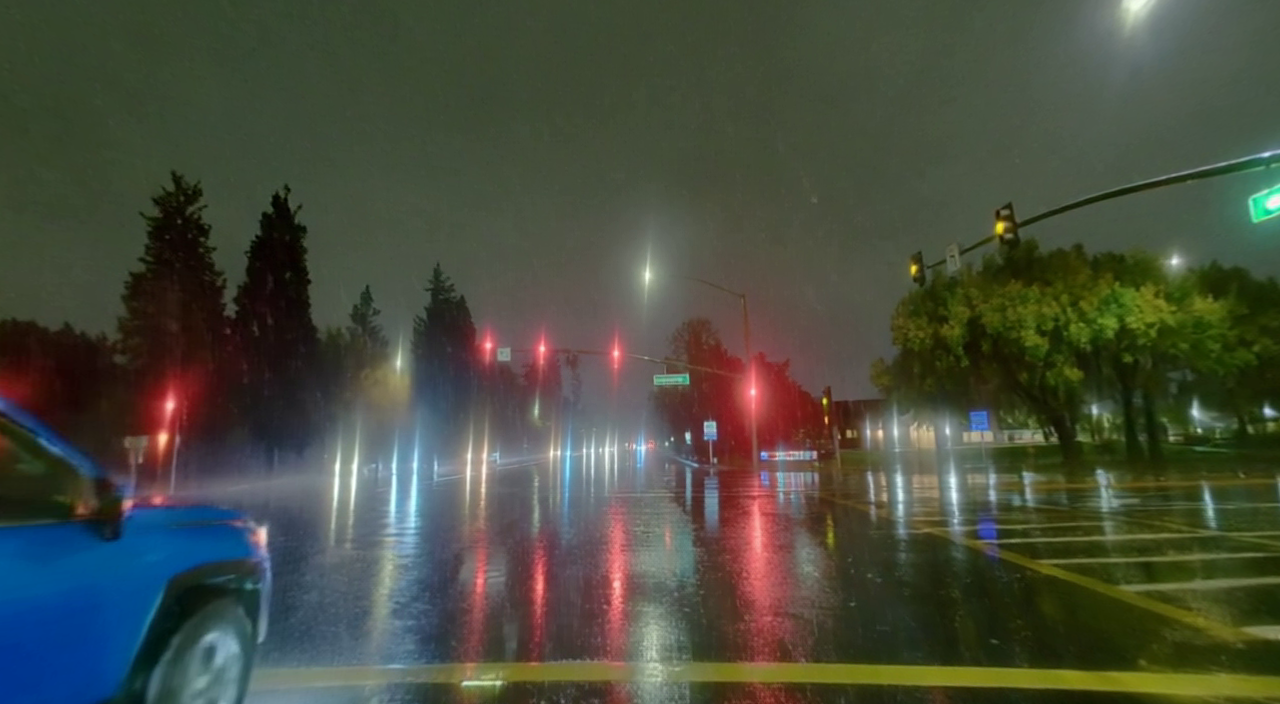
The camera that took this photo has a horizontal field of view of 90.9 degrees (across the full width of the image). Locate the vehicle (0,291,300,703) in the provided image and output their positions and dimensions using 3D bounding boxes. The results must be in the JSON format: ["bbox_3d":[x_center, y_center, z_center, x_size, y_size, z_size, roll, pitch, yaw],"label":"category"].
[{"bbox_3d":[-3.110,0.633,1.436,2.123,1.799,4.425,0,-8,1],"label":"vehicle"}]

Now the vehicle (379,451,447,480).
[{"bbox_3d":[-12.554,6.269,35.162,2.028,1.455,4.421,0,-8,2],"label":"vehicle"}]

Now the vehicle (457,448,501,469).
[{"bbox_3d":[-11.843,7.848,46.508,1.980,1.452,4.318,0,-8,2],"label":"vehicle"}]

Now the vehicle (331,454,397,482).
[{"bbox_3d":[-16.138,6.789,37.102,1.830,1.440,4.351,0,-8,1],"label":"vehicle"}]
